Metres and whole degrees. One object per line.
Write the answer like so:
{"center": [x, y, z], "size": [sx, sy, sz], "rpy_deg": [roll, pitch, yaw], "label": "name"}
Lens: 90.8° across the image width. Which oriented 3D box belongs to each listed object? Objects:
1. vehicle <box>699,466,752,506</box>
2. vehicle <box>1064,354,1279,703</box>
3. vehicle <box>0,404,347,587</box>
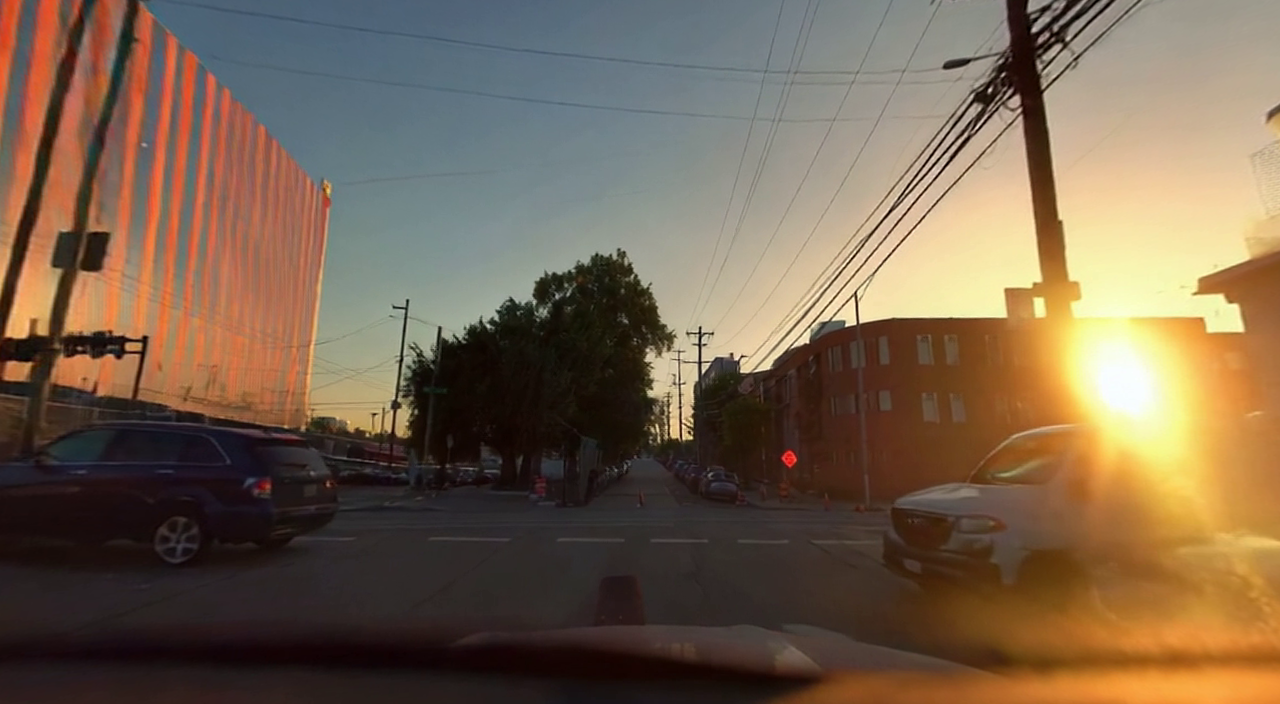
{"center": [4.408, 6.975, 33.283], "size": [2.007, 1.804, 4.136], "rpy_deg": [0, -8, -3], "label": "vehicle"}
{"center": [4.467, 0.952, 2.340], "size": [4.554, 1.473, 1.876], "rpy_deg": [5, -11, -3], "label": "vehicle"}
{"center": [-6.508, 1.523, 7.391], "size": [5.025, 1.648, 2.055], "rpy_deg": [4, -9, -1], "label": "vehicle"}
